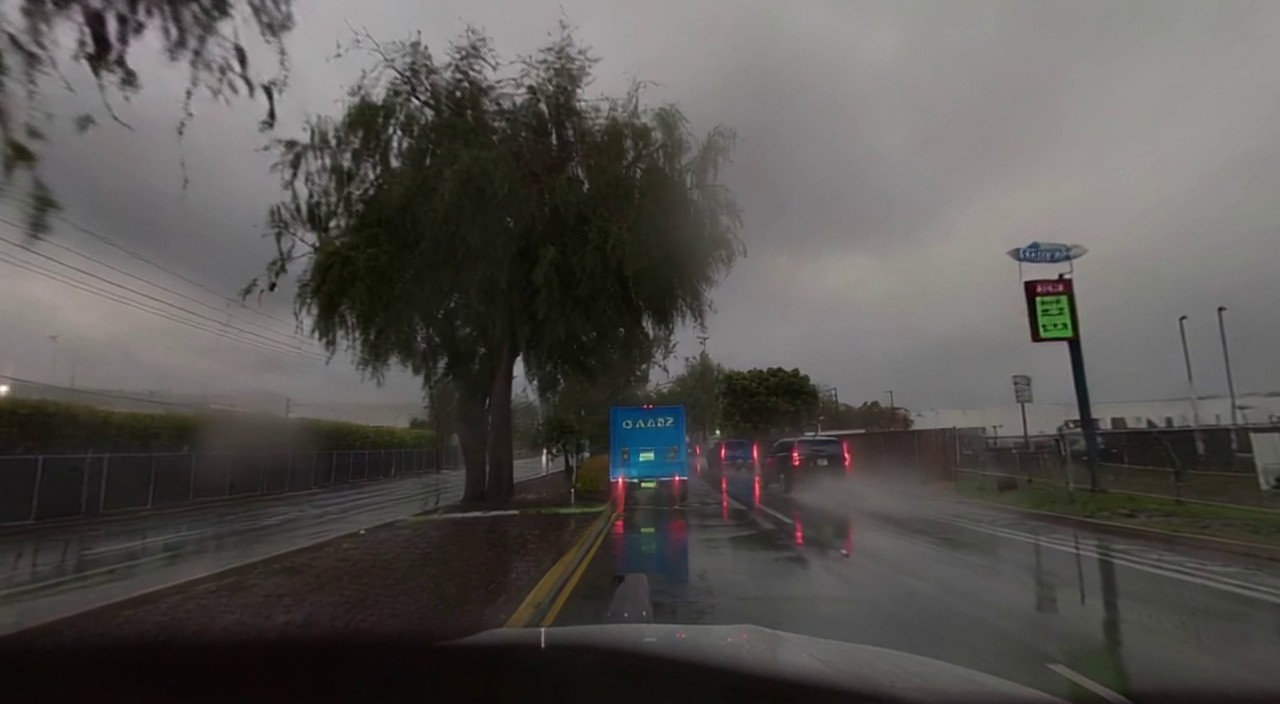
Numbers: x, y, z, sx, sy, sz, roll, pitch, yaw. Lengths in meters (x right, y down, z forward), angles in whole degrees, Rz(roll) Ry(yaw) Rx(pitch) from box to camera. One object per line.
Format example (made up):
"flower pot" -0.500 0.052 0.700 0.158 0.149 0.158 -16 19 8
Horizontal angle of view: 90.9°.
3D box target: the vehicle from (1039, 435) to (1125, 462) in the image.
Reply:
"vehicle" 22.889 5.011 32.680 3.251 1.321 1.555 0 -8 -1

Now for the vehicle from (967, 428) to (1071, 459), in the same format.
"vehicle" 23.029 5.610 38.450 4.995 1.543 1.899 -4 -8 1

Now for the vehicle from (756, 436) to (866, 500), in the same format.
"vehicle" 4.768 3.286 18.299 2.001 1.621 4.208 0 -8 0

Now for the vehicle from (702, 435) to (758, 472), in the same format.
"vehicle" 4.862 5.616 34.994 2.375 1.857 5.100 0 -8 0

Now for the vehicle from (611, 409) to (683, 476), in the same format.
"vehicle" 0.474 4.579 31.809 3.197 2.963 7.055 0 -8 2
